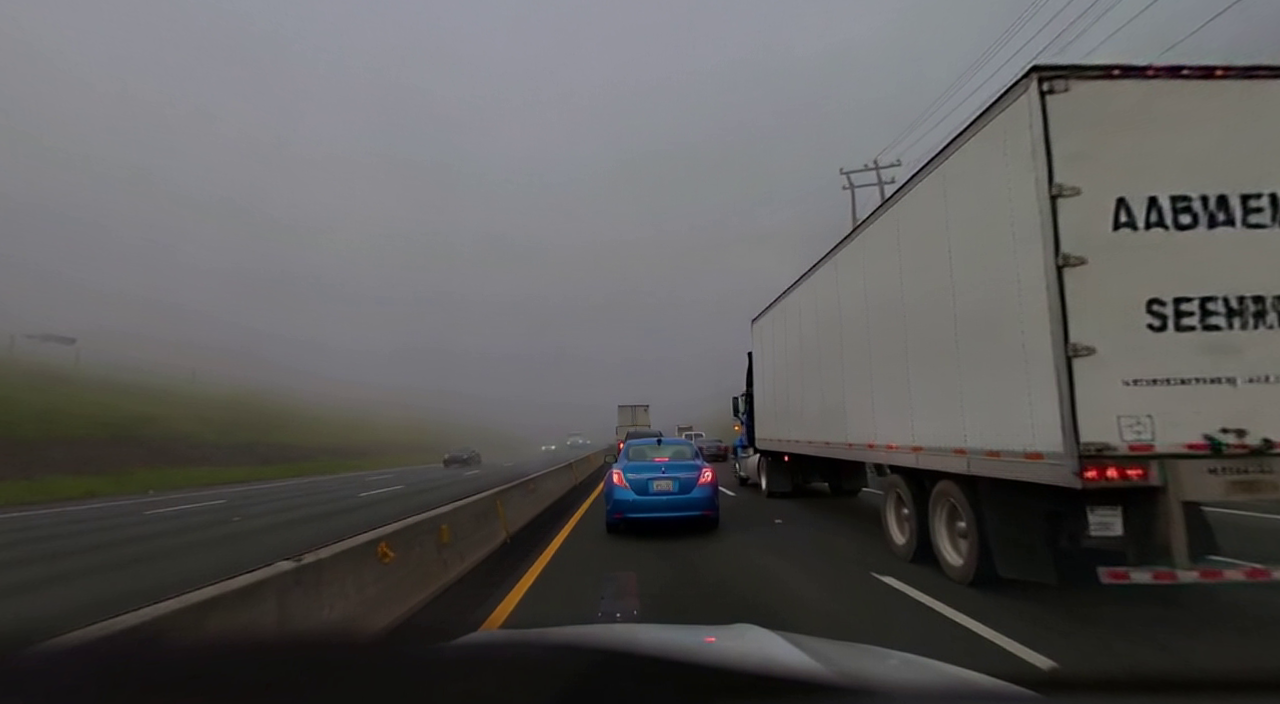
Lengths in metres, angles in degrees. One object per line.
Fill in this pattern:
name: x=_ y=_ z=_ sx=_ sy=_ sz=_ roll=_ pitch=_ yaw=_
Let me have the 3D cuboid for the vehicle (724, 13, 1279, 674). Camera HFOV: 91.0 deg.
vehicle: x=4.202 y=0.790 z=10.929 sx=3.138 sy=4.065 sz=14.276 roll=0 pitch=-8 yaw=-2

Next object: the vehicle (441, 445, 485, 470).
vehicle: x=-11.919 y=7.128 z=42.591 sx=1.856 sy=1.559 sz=3.844 roll=-1 pitch=-8 yaw=0

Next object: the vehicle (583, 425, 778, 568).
vehicle: x=0.348 y=1.763 z=8.430 sx=2.045 sy=1.446 sz=3.597 roll=0 pitch=-8 yaw=-2
